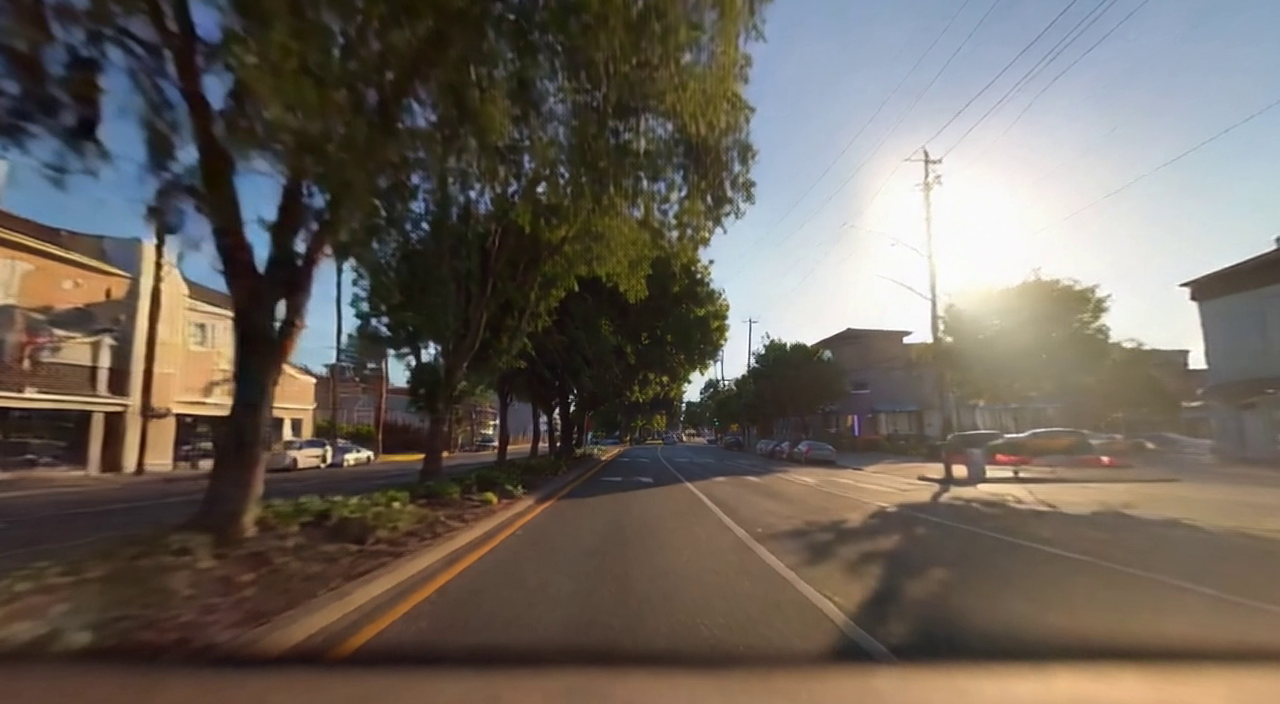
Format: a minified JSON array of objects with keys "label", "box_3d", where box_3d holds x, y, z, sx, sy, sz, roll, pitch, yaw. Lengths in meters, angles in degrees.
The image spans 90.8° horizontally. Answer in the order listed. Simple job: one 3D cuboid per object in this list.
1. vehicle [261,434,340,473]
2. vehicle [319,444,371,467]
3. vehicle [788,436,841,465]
[{"label":"vehicle","box_3d":[-19.422,5.838,36.390,1.954,2.000,4.687,-2,-9,0]},{"label":"vehicle","box_3d":[-19.410,6.825,41.722,1.664,1.443,3.701,0,-8,0]},{"label":"vehicle","box_3d":[10.133,5.738,36.954,1.901,1.586,3.903,0,-8,0]}]
